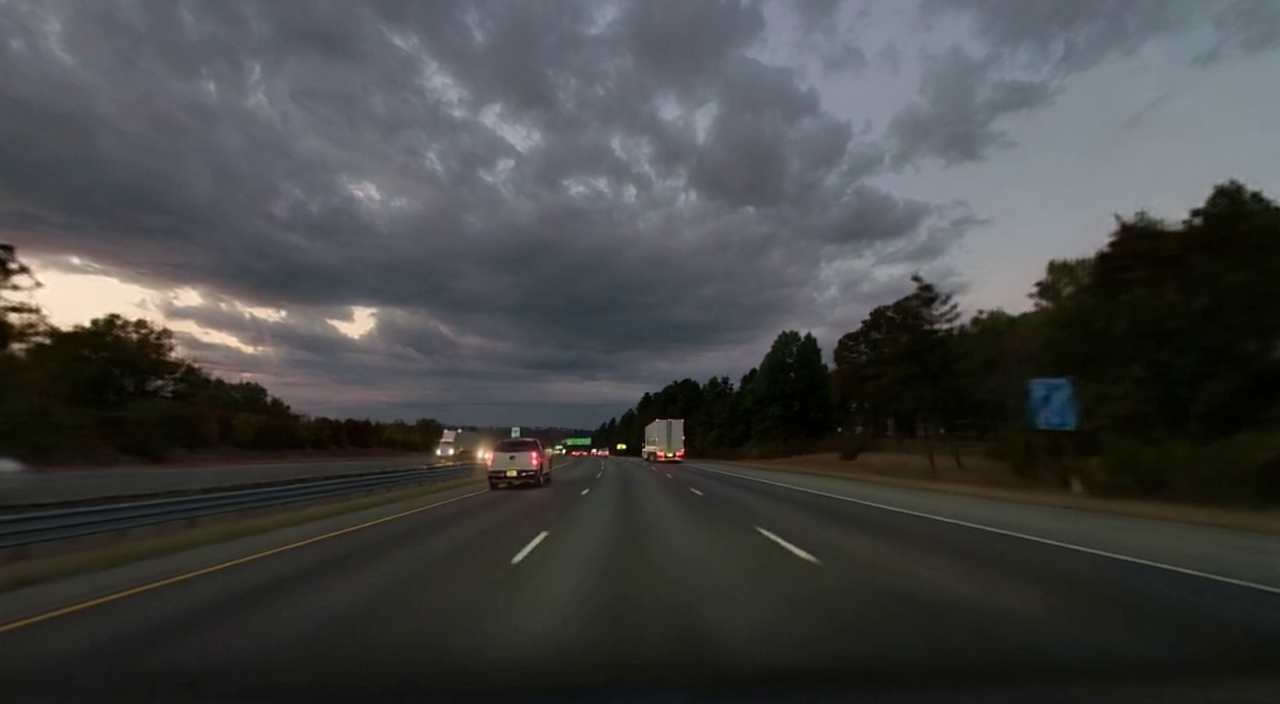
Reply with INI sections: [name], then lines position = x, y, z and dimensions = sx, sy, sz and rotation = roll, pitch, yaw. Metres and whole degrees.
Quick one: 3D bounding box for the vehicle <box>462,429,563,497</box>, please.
[vehicle]
position = -3.956, 3.571, 20.586
dimensions = 2.337, 1.942, 4.984
rotation = 0, -9, -1
